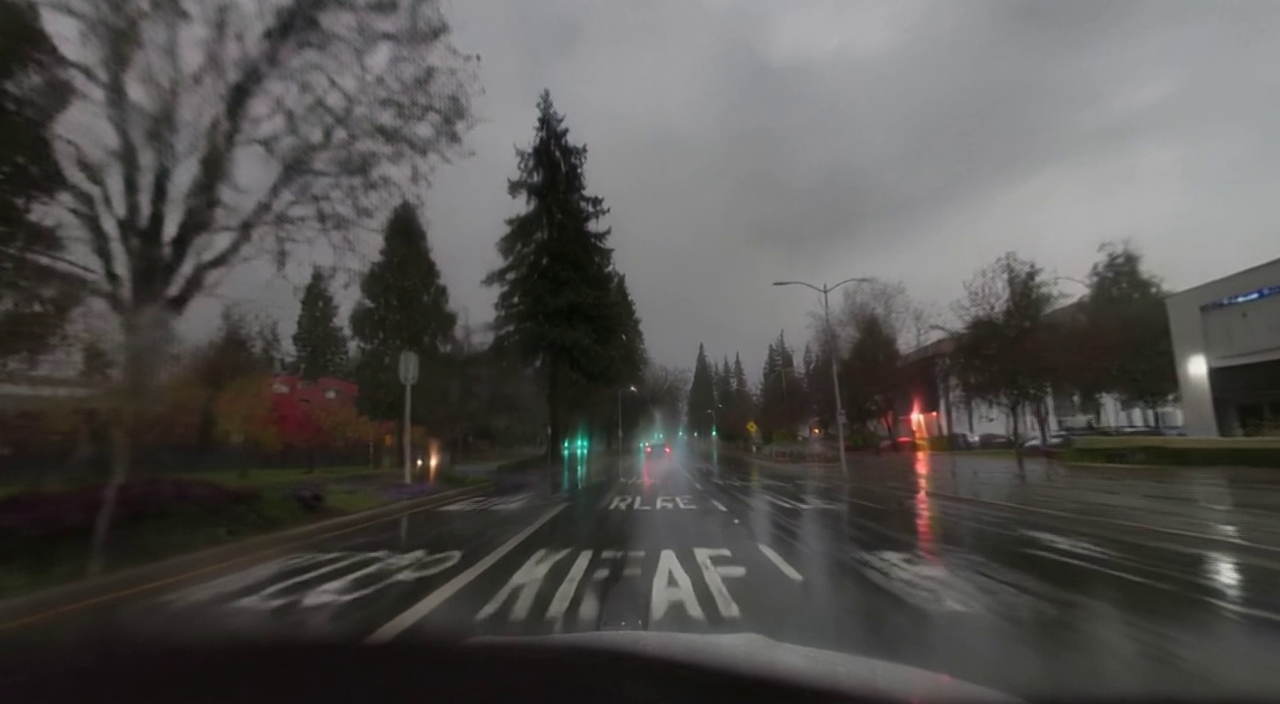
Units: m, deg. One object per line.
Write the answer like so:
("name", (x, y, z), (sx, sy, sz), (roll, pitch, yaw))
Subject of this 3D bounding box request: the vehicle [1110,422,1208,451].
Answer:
("vehicle", (31.521, 5.181, 38.213), (4.051, 1.475, 1.949), (-3, -9, 2))

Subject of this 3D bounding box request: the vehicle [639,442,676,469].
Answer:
("vehicle", (1.046, 6.334, 38.553), (2.144, 1.505, 4.128), (-1, -9, 1))

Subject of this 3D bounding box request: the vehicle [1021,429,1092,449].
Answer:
("vehicle", (32.182, 6.762, 48.533), (4.002, 1.501, 2.000), (0, -9, 0))
